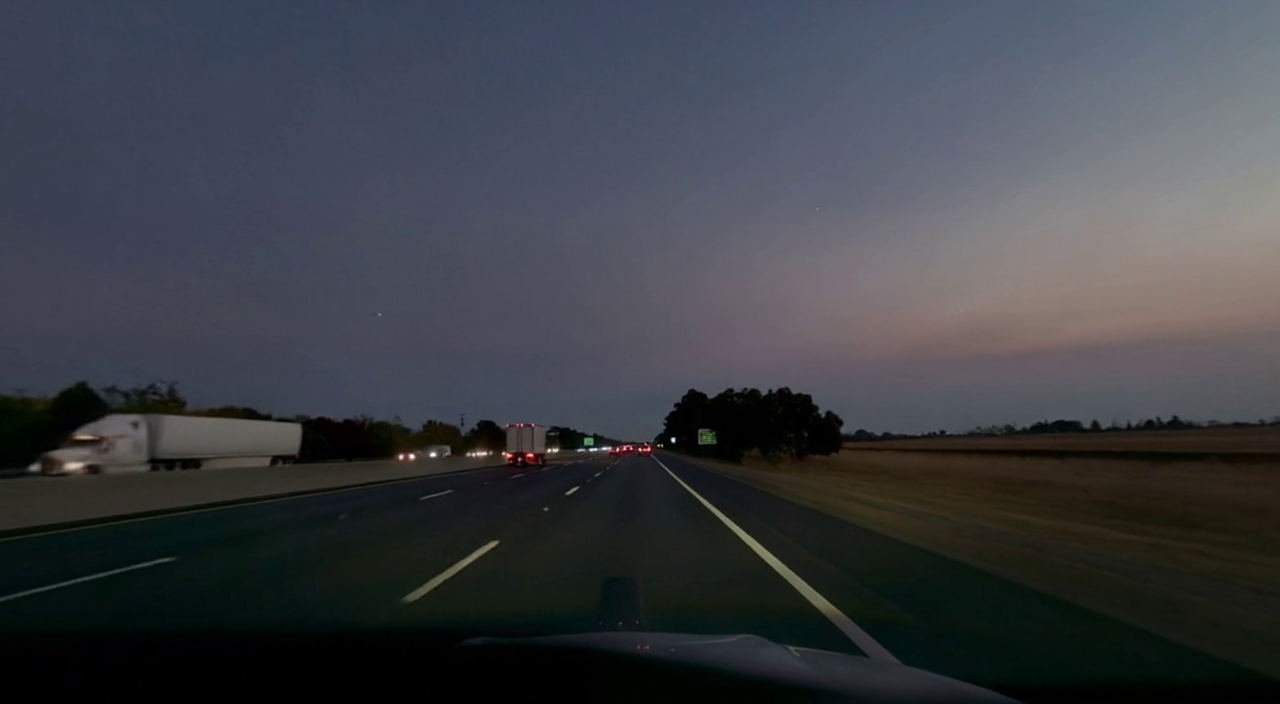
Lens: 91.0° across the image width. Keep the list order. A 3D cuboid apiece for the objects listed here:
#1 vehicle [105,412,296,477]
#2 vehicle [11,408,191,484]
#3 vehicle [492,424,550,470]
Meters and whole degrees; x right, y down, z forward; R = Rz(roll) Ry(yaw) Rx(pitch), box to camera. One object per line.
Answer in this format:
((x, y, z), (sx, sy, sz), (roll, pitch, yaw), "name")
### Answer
((-33.065, 7.303, 49.211), (2.929, 4.174, 16.725), (0, -9, 0), "vehicle")
((-32.968, 5.890, 39.277), (2.981, 4.148, 8.975), (0, -9, 1), "vehicle")
((-7.437, 6.057, 40.171), (2.444, 2.685, 5.893), (0, -9, 1), "vehicle")
